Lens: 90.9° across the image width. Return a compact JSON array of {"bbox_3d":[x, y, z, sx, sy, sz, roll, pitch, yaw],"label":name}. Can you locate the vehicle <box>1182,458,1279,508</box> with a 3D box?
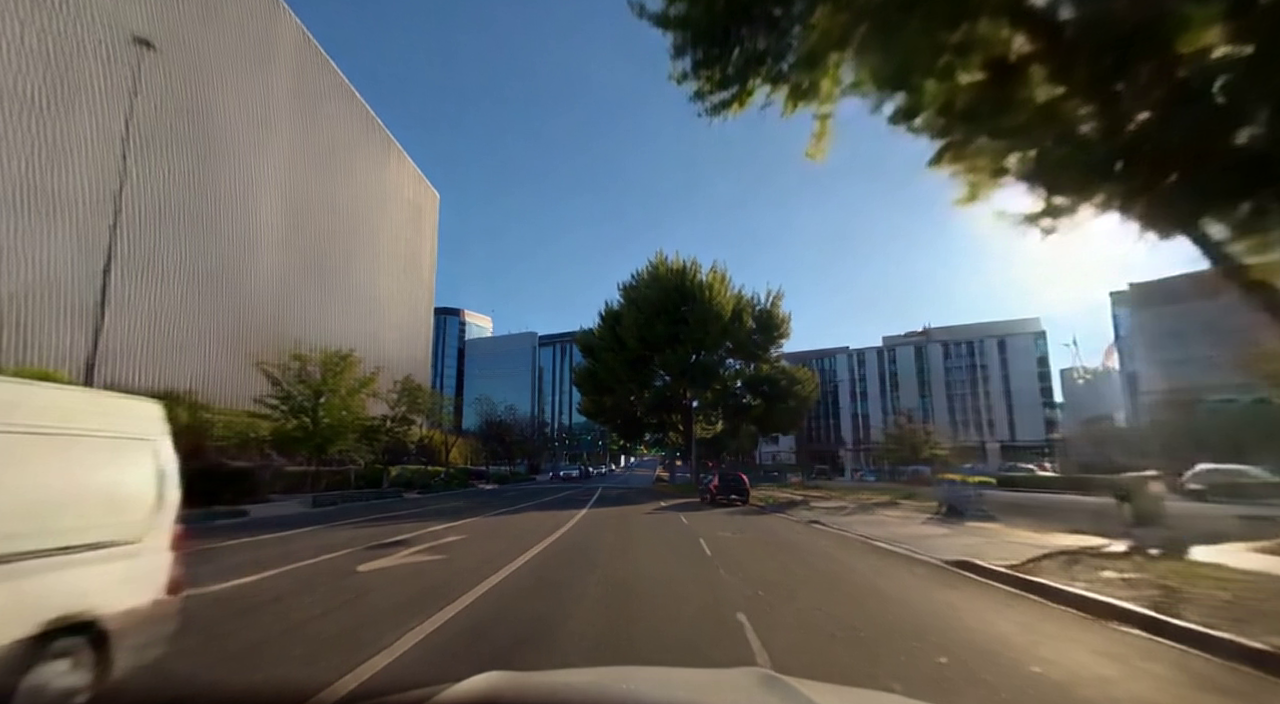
[{"bbox_3d":[17.805,3.734,18.142,2.767,1.307,1.673,-1,-10,2],"label":"vehicle"}]

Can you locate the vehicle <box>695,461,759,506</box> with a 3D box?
[{"bbox_3d":[3.152,4.845,23.493,1.899,1.470,3.666,1,-10,0],"label":"vehicle"}]

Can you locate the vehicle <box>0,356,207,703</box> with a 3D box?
[{"bbox_3d":[-3.554,0.678,1.523,1.956,1.680,4.126,1,-10,1],"label":"vehicle"}]
